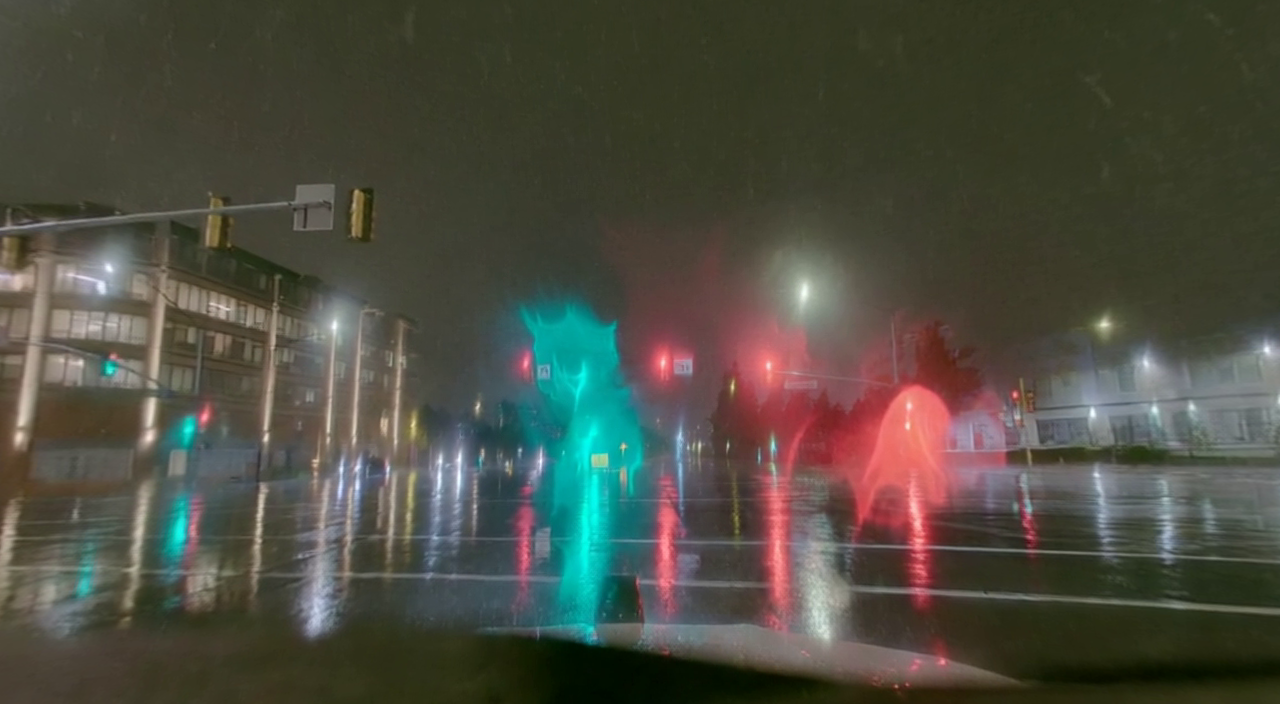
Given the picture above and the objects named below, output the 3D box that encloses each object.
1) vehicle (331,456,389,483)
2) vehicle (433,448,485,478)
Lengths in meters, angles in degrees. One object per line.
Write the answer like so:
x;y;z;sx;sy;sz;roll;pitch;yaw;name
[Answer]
-18.857;7.887;42.780;1.933;1.664;4.255;0;-9;1;vehicle
-12.218;7.490;42.964;2.151;1.847;4.634;0;-9;1;vehicle
